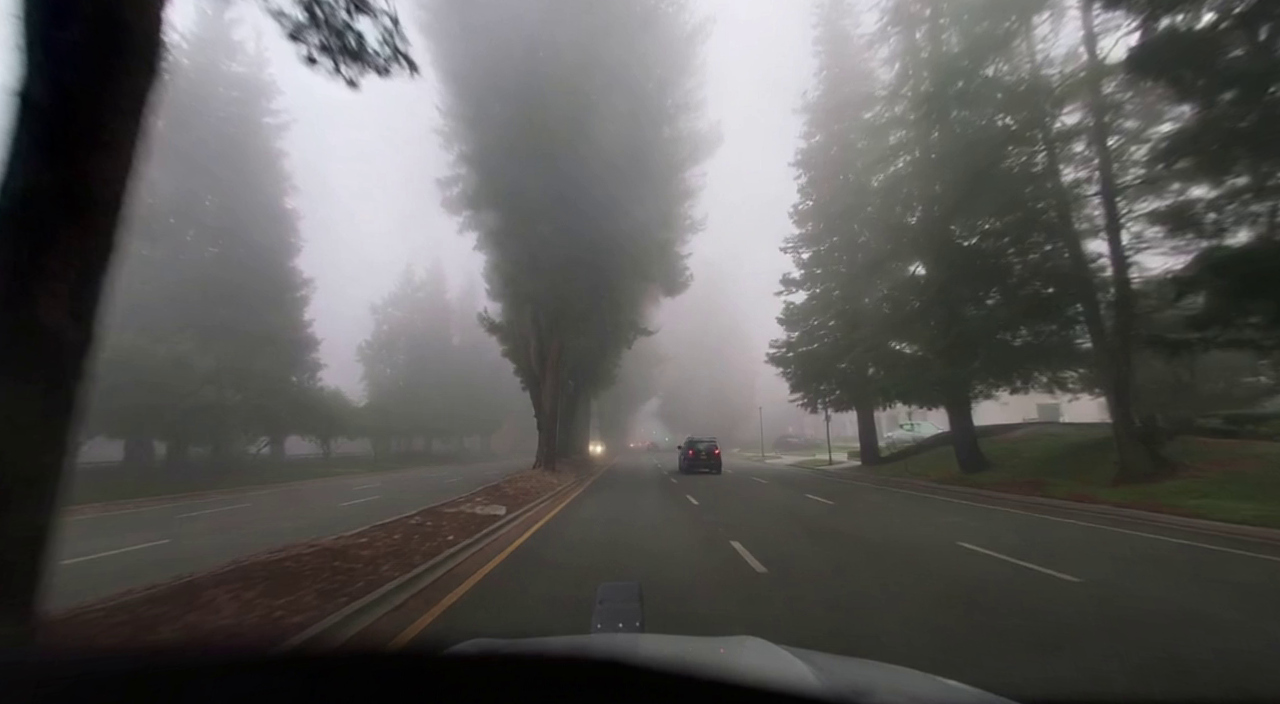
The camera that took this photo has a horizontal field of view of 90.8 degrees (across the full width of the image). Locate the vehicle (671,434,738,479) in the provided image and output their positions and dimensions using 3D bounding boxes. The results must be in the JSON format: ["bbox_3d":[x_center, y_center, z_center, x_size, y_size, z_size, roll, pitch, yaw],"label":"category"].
[{"bbox_3d":[2.636,4.408,26.949,2.240,1.740,4.605,0,-8,-2],"label":"vehicle"}]
